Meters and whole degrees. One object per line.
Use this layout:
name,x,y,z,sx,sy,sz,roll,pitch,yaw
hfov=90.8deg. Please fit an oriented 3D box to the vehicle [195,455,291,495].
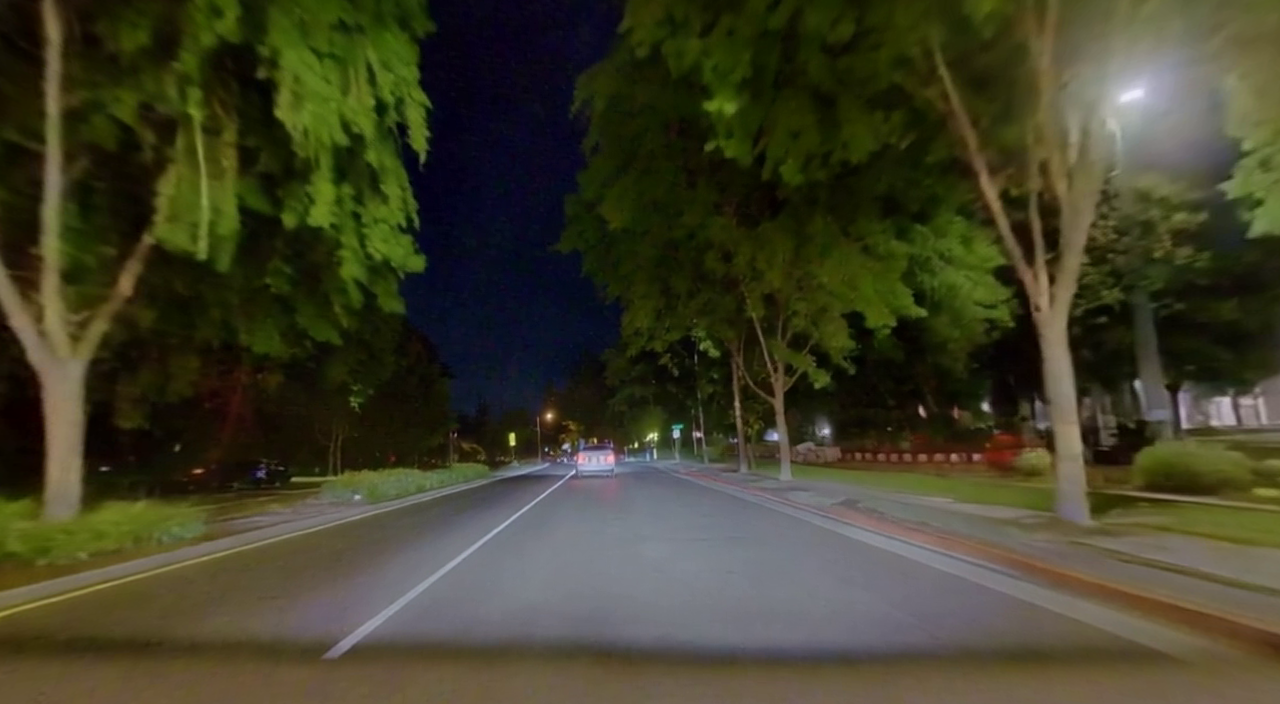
vehicle,-20.716,6.387,33.305,2.109,1.858,5.253,0,-9,-6

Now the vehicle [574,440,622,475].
vehicle,-1.954,4.999,30.038,2.142,1.501,4.273,0,-9,-3
